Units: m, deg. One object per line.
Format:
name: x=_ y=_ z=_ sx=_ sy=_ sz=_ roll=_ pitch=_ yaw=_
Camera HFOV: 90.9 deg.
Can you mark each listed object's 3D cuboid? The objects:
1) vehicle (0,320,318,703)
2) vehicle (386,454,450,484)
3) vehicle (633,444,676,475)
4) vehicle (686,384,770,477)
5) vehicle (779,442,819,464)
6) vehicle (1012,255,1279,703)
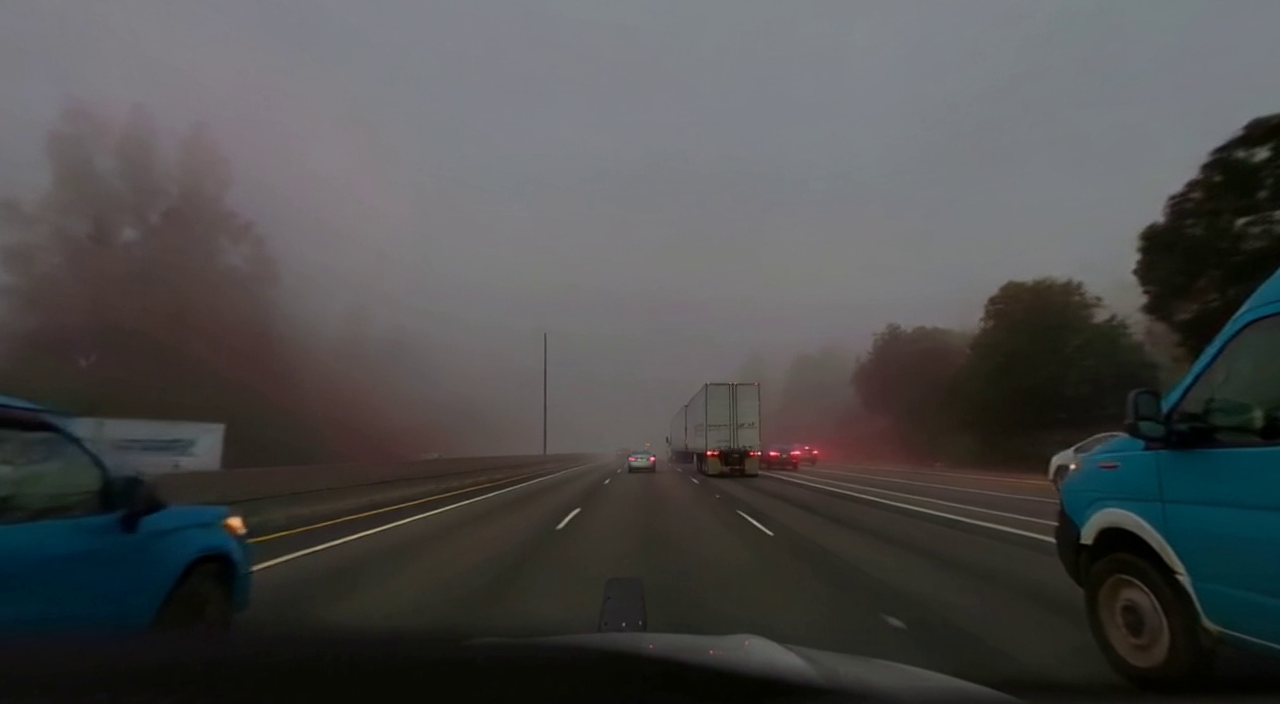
vehicle: x=-3.180 y=0.721 z=1.620 sx=2.237 sy=1.745 sz=4.575 roll=0 pitch=-9 yaw=1
vehicle: x=-12.473 y=6.571 z=35.723 sx=1.911 sy=1.488 sz=4.387 roll=0 pitch=-9 yaw=1
vehicle: x=0.704 y=5.536 z=32.733 sx=2.063 sy=1.469 sz=4.208 roll=0 pitch=-9 yaw=0
vehicle: x=4.342 y=4.401 z=34.158 sx=2.821 sy=4.077 sz=12.562 roll=0 pitch=-9 yaw=1
vehicle: x=11.439 y=7.289 z=45.589 sx=1.876 sy=1.552 sz=3.640 roll=0 pitch=-9 yaw=0
vehicle: x=3.760 y=0.448 z=1.281 sx=2.441 sy=2.017 sz=5.739 roll=0 pitch=-9 yaw=0
